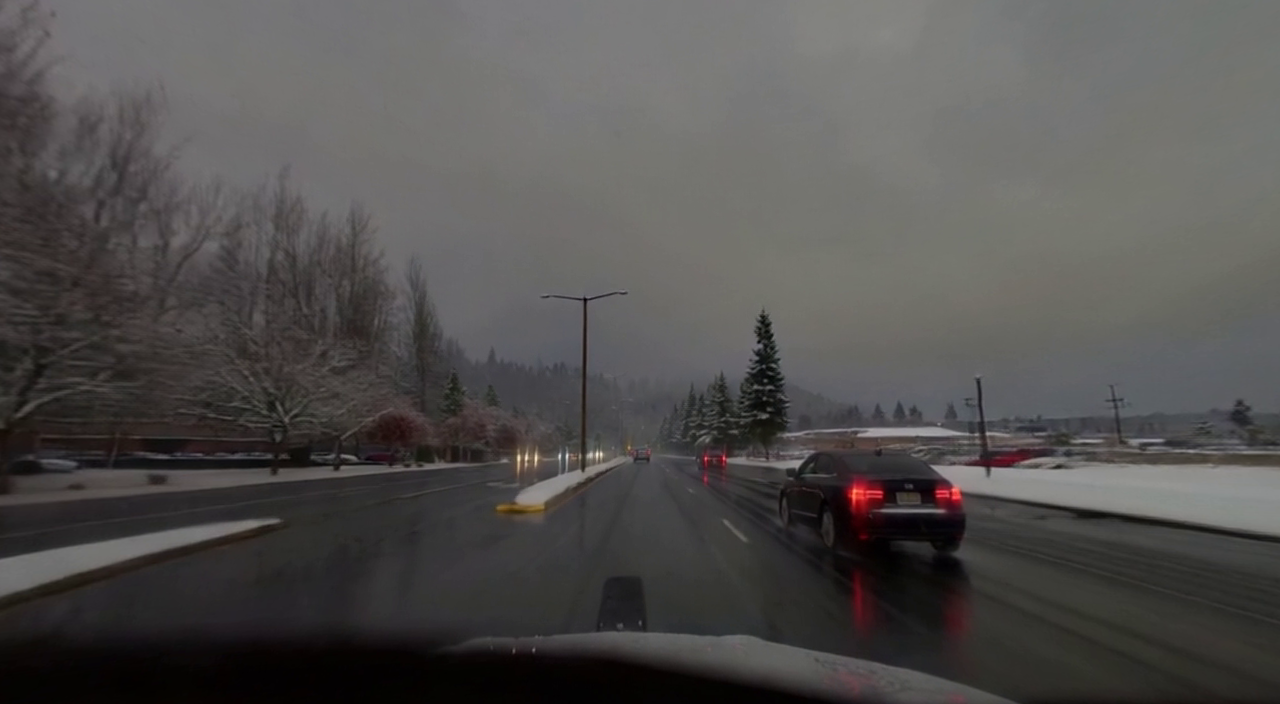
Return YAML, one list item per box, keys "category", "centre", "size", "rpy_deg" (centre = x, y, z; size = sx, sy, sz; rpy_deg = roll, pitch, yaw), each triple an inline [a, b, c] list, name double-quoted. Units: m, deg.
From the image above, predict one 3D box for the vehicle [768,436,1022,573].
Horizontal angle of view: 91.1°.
- category: "vehicle"
  centre: [3.303, 2.048, 9.261]
  size: [1.935, 1.501, 4.384]
  rpy_deg: [0, -9, 1]

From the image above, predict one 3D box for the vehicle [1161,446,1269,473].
- category: "vehicle"
  centre: [38.264, 7.139, 41.889]
  size: [1.972, 1.705, 5.035]
  rpy_deg: [8, -12, -43]

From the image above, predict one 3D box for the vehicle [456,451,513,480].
- category: "vehicle"
  centre: [-8.484, 6.219, 34.598]
  size: [1.946, 1.464, 4.376]
  rpy_deg: [0, -9, 1]

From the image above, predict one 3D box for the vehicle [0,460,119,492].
- category: "vehicle"
  centre: [-29.263, 6.164, 31.357]
  size: [4.707, 1.474, 1.964]
  rpy_deg: [0, -9, 1]

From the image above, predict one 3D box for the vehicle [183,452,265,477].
- category: "vehicle"
  centre: [-29.475, 7.982, 44.560]
  size: [4.409, 1.676, 1.917]
  rpy_deg: [0, -9, -3]

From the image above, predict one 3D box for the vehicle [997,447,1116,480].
- category: "vehicle"
  centre: [19.309, 5.168, 29.268]
  size: [4.127, 1.462, 1.861]
  rpy_deg: [-1, -9, 4]
